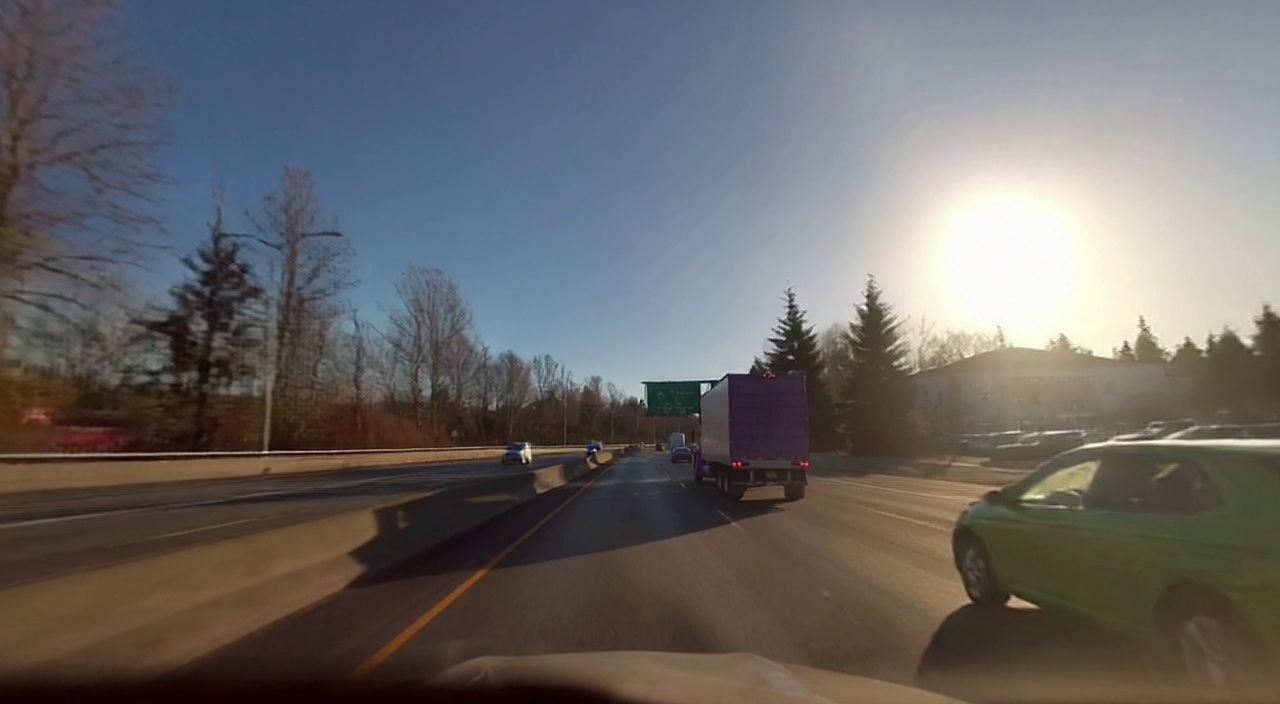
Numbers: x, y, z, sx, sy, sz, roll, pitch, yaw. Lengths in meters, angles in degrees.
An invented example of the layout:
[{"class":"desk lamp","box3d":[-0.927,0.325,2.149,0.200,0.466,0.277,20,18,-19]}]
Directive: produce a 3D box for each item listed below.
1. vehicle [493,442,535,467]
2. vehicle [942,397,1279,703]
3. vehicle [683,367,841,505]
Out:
[{"class":"vehicle","box3d":[-8.923,7.280,44.706,1.955,1.683,4.168,-1,-9,3]},{"class":"vehicle","box3d":[3.584,1.082,3.328,1.971,1.558,3.834,0,-9,-1]},{"class":"vehicle","box3d":[3.659,3.262,23.591,2.916,3.563,14.462,0,-9,-1]}]
